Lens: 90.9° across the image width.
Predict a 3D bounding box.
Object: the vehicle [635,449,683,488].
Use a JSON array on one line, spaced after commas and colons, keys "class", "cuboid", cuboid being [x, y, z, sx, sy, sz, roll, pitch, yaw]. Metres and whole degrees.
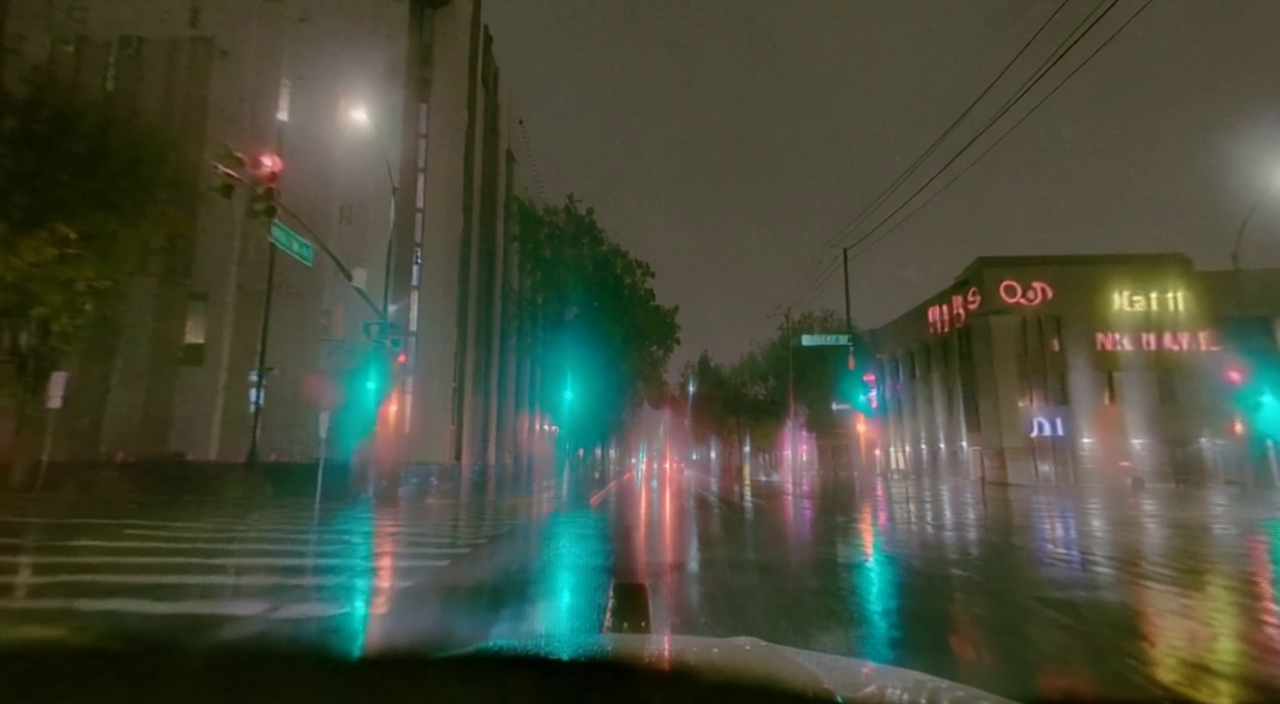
[{"class": "vehicle", "cuboid": [0.835, 5.318, 29.041, 2.079, 1.621, 3.861, 0, -8, 0]}]
